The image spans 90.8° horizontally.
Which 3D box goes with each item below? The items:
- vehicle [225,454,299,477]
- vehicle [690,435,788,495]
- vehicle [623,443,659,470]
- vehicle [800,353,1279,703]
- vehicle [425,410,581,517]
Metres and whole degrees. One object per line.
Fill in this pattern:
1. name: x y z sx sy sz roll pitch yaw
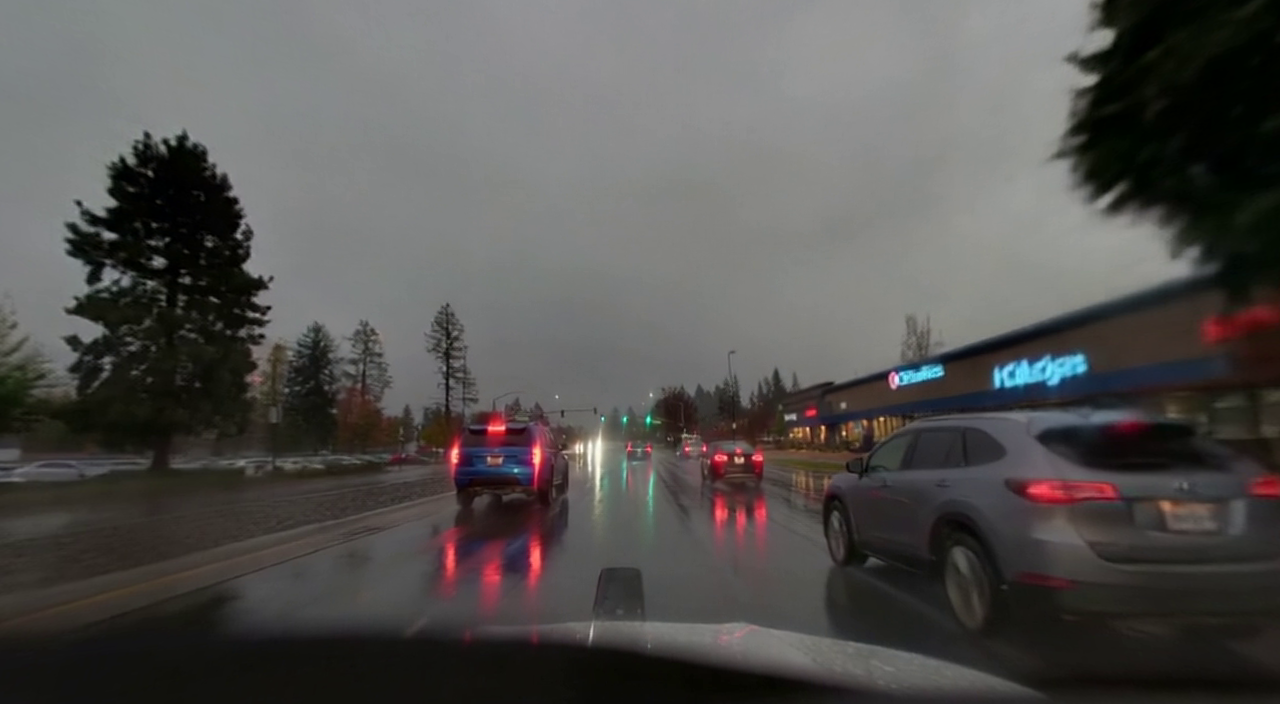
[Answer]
1. vehicle: -28.735 8.639 48.094 4.441 1.625 1.916 -1 -9 3
2. vehicle: 2.845 3.406 19.407 2.174 1.596 4.779 0 -9 -1
3. vehicle: 0.043 6.152 37.375 2.008 1.464 4.052 0 -9 -1
4. vehicle: 2.856 1.182 4.873 2.018 1.719 4.369 0 -9 -1
5. vehicle: -2.890 2.547 14.897 2.368 2.037 5.319 0 -9 1
